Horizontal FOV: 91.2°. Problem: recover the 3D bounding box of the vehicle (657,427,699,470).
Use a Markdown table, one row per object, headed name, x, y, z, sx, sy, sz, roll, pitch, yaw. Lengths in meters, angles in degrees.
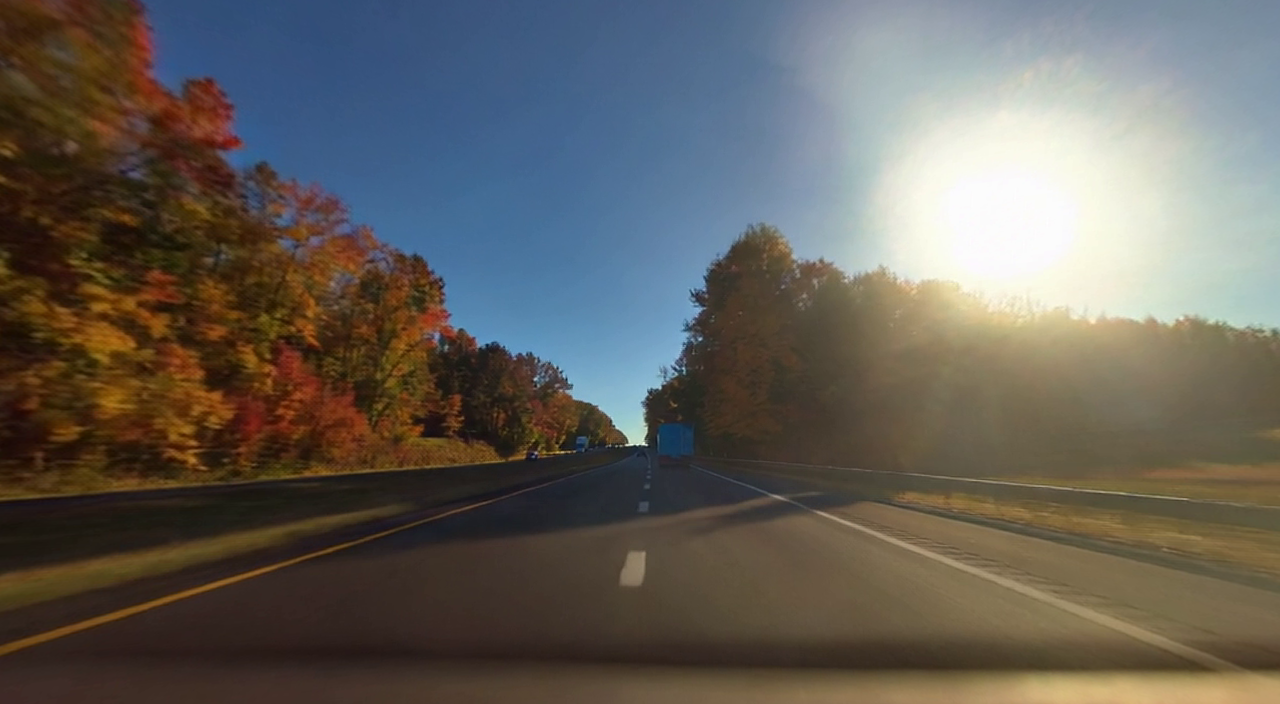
| name | x | y | z | sx | sy | sz | roll | pitch | yaw |
| --- | --- | --- | --- | --- | --- | --- | --- | --- | --- |
| vehicle | 2.750 | 7.311 | 47.289 | 2.697 | 2.980 | 6.749 | 0 | -9 | 0 |
